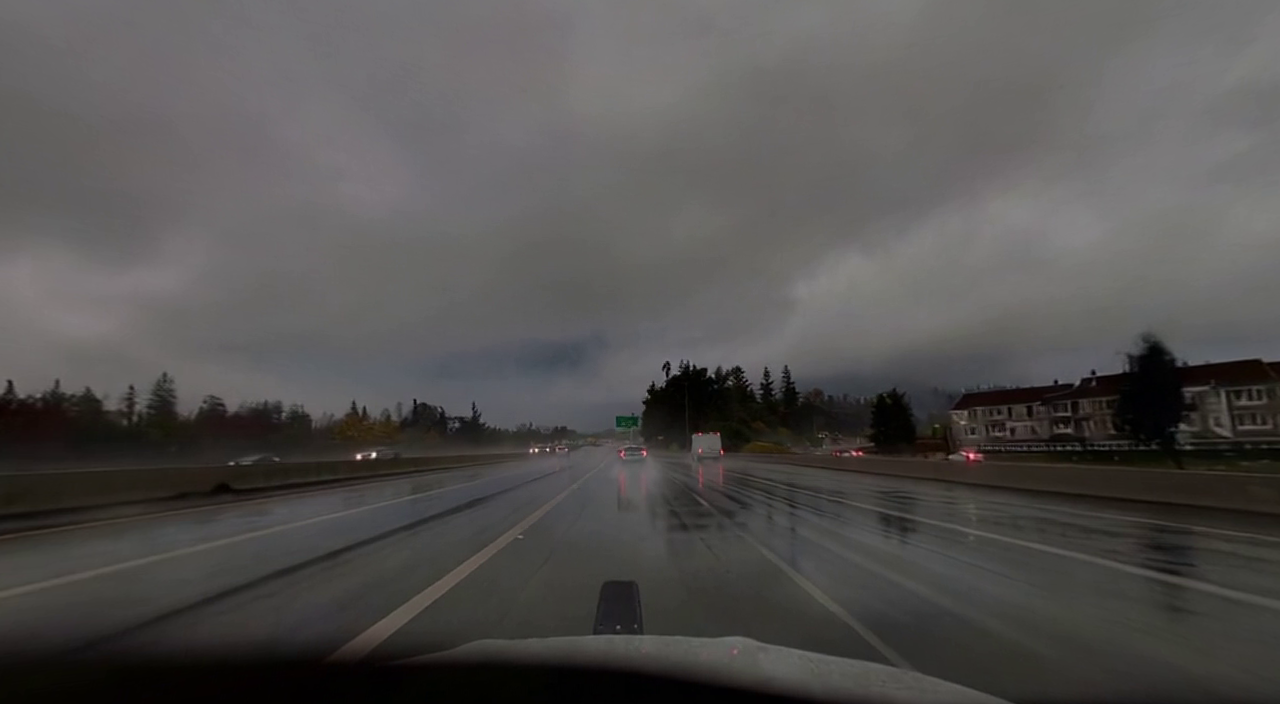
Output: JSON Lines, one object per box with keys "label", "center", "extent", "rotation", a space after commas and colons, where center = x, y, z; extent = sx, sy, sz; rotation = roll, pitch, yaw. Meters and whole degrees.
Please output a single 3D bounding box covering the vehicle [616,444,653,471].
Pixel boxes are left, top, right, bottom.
{"label": "vehicle", "center": [-0.336, 6.005, 36.145], "extent": [2.012, 1.471, 4.059], "rotation": [0, -8, -1]}
